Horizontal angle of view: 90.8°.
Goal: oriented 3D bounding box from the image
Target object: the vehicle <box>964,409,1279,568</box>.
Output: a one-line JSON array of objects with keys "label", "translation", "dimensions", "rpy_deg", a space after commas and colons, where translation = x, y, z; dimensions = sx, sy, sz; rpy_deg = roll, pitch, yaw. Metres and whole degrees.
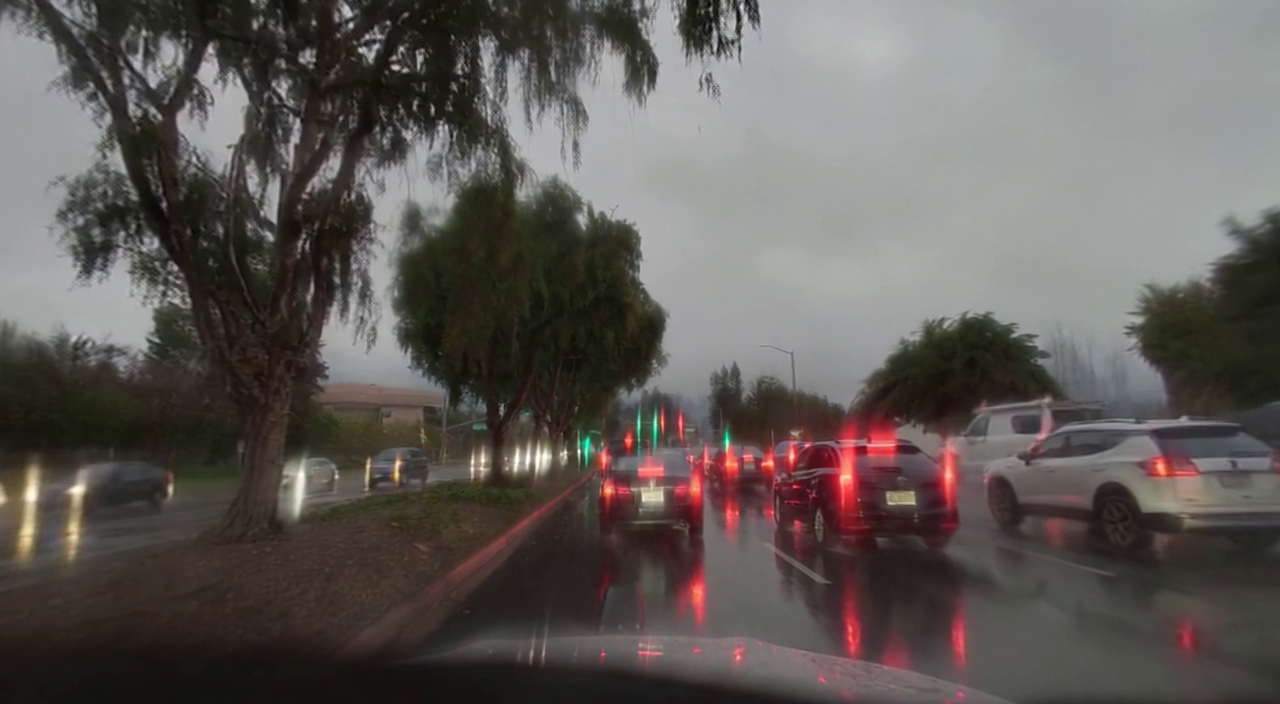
[{"label": "vehicle", "translation": [6.904, 1.827, 9.169], "dimensions": [1.987, 1.730, 4.373], "rpy_deg": [0, -9, -1]}]

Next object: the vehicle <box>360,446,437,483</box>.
[{"label": "vehicle", "translation": [-11.739, 5.480, 31.112], "dimensions": [1.980, 1.675, 4.581], "rpy_deg": [0, -9, 0]}]

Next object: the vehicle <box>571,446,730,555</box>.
[{"label": "vehicle", "translation": [0.084, 2.175, 10.010], "dimensions": [1.990, 1.347, 4.067], "rpy_deg": [0, -9, -1]}]

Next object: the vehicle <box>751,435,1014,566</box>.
[{"label": "vehicle", "translation": [3.178, 2.051, 9.650], "dimensions": [1.970, 1.445, 4.974], "rpy_deg": [0, -9, -1]}]

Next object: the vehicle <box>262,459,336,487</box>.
[{"label": "vehicle", "translation": [-18.512, 6.563, 34.481], "dimensions": [1.798, 1.333, 3.944], "rpy_deg": [0, -9, 0]}]

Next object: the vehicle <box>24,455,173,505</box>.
[{"label": "vehicle", "translation": [-22.257, 5.235, 26.292], "dimensions": [2.034, 1.798, 4.734], "rpy_deg": [0, -9, -1]}]
